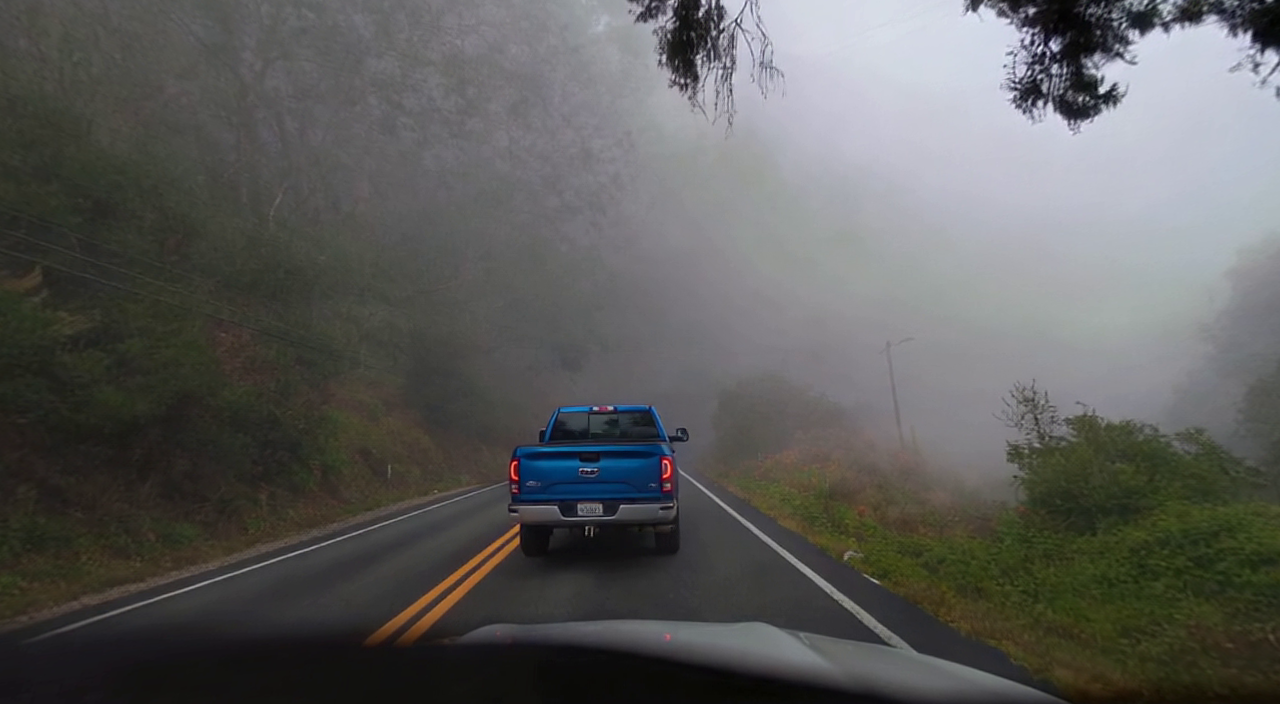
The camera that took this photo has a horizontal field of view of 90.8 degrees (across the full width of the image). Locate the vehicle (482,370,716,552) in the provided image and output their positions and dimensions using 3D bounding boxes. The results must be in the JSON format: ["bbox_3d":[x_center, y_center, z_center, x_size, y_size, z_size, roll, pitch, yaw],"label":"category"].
[{"bbox_3d":[-0.543,1.760,10.752,2.837,2.223,5.885,0,-8,-1],"label":"vehicle"}]
